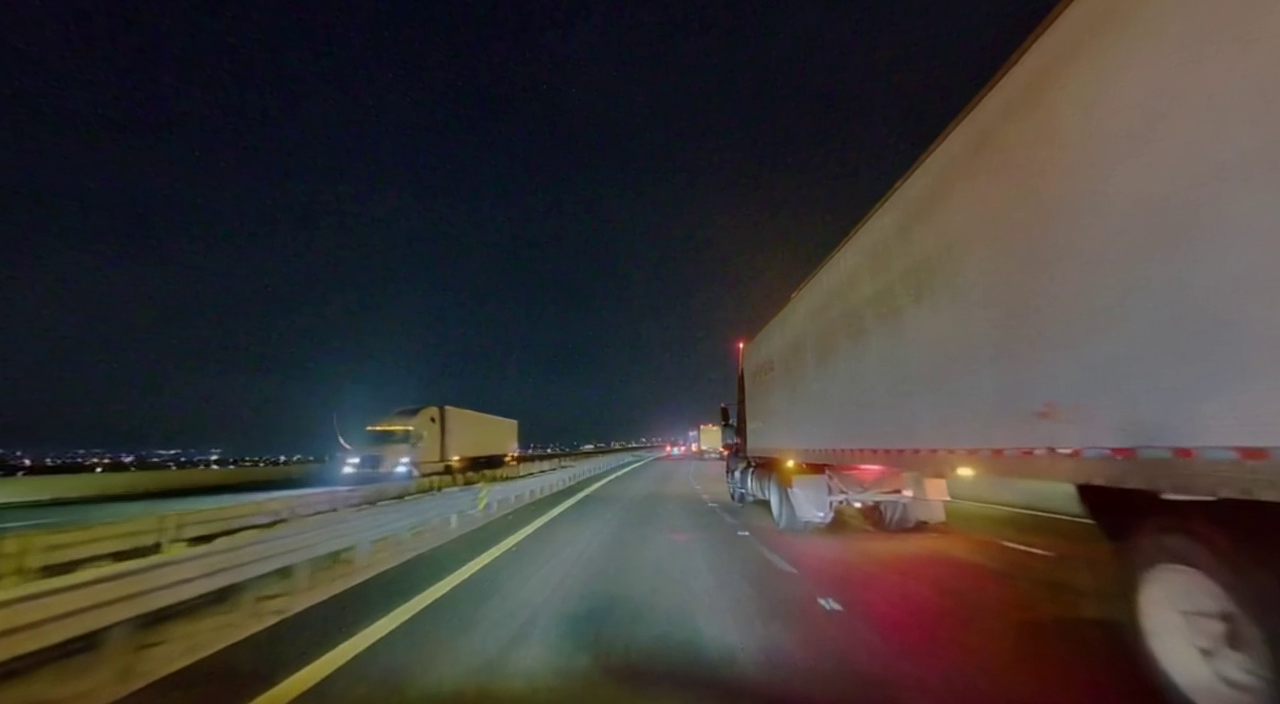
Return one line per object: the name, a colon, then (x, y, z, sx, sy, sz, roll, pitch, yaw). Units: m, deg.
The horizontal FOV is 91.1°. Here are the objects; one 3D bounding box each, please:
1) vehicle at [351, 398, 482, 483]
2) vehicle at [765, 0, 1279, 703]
vehicle: (-11.878, 4.963, 34.929, 3.027, 3.970, 10.027, -1, -9, 3)
vehicle: (3.941, 0.221, 5.905, 2.965, 4.028, 12.529, 0, -9, 0)
